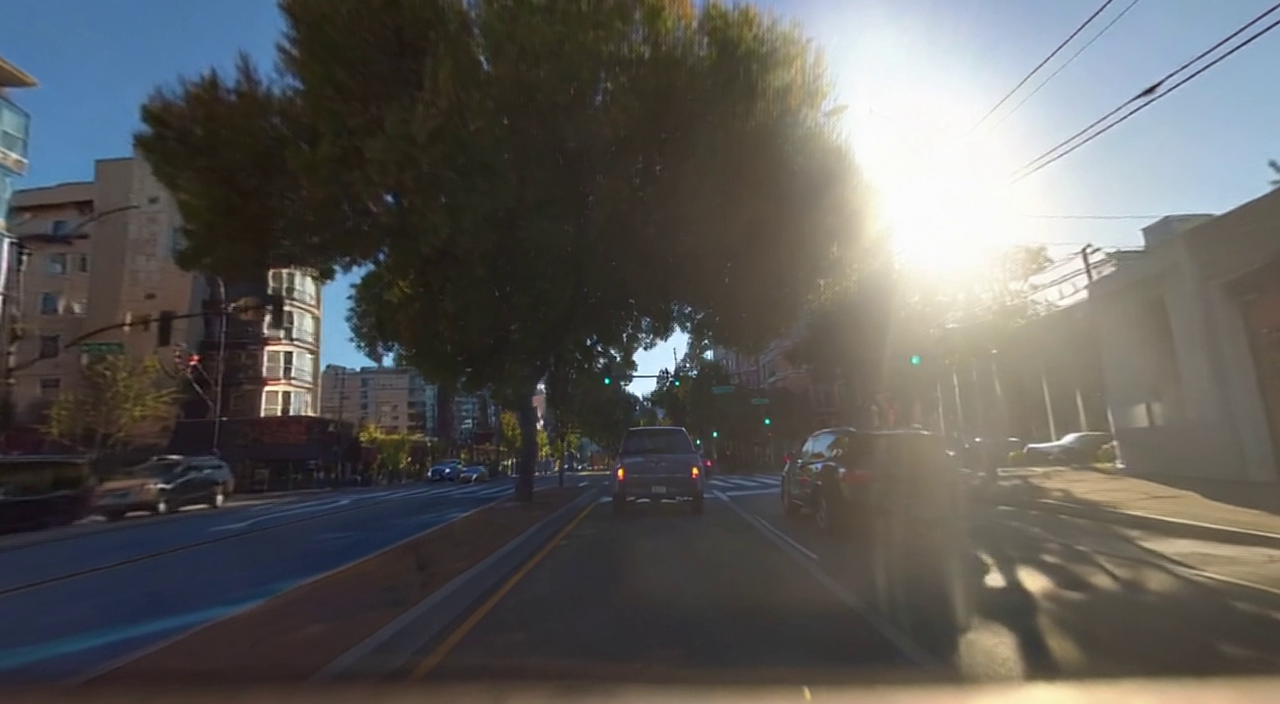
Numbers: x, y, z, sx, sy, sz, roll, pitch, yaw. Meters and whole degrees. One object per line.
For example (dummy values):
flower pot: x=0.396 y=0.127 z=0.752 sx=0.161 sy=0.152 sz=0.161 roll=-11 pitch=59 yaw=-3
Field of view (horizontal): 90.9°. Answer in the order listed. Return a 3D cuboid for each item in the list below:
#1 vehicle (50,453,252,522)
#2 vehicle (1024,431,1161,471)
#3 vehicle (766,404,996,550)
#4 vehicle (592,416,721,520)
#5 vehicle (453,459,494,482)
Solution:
vehicle: x=-17.504 y=4.814 z=23.243 sx=2.267 sy=2.097 sz=6.350 roll=-1 pitch=-8 yaw=1
vehicle: x=19.078 y=4.185 z=26.761 sx=4.248 sy=1.642 sz=1.961 roll=0 pitch=-8 yaw=0
vehicle: x=3.325 y=1.819 z=9.732 sx=1.939 sy=1.746 sz=4.091 roll=0 pitch=-8 yaw=0
vehicle: x=0.306 y=2.291 z=12.915 sx=2.209 sy=1.748 sz=4.130 roll=0 pitch=-9 yaw=1
vehicle: x=-13.152 y=9.319 z=49.957 sx=2.035 sy=1.619 sz=4.327 roll=0 pitch=-9 yaw=0
